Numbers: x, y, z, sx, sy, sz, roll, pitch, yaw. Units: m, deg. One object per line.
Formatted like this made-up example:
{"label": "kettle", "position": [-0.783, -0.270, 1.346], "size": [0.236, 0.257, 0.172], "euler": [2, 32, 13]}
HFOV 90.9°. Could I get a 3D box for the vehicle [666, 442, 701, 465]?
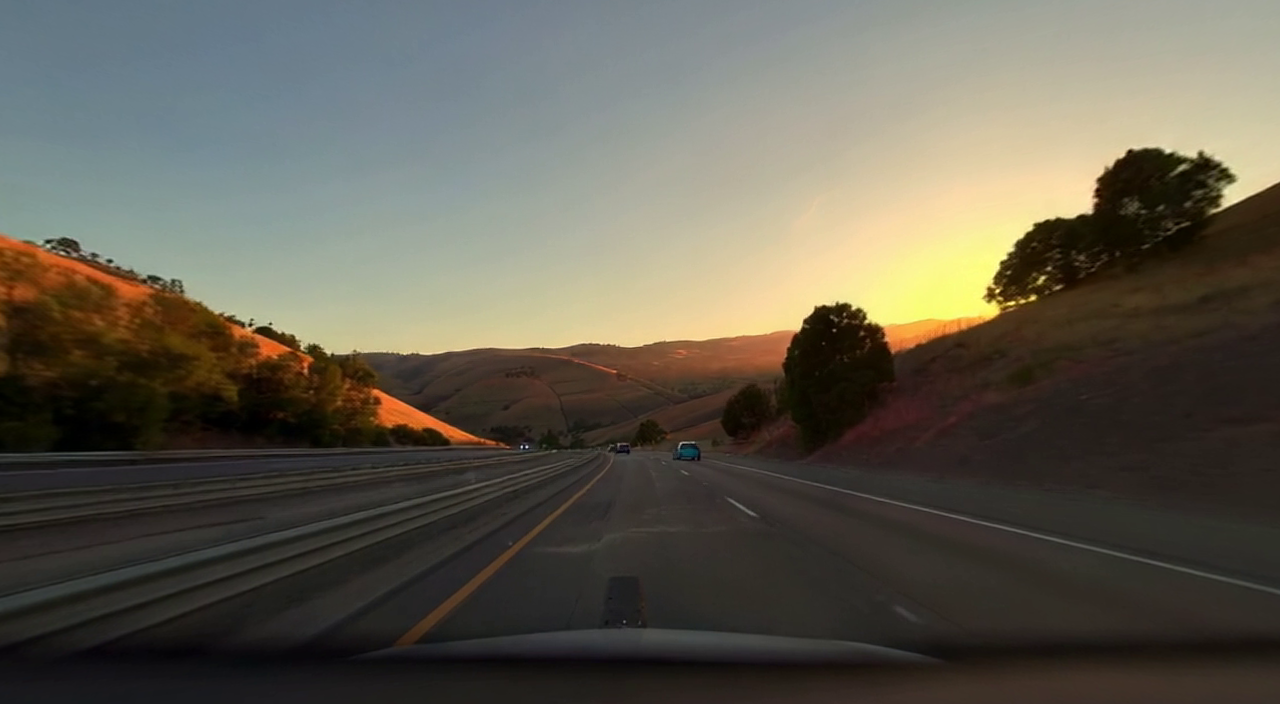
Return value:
{"label": "vehicle", "position": [3.017, 7.175, 44.808], "size": [1.960, 1.516, 4.657], "euler": [0, -8, -3]}
